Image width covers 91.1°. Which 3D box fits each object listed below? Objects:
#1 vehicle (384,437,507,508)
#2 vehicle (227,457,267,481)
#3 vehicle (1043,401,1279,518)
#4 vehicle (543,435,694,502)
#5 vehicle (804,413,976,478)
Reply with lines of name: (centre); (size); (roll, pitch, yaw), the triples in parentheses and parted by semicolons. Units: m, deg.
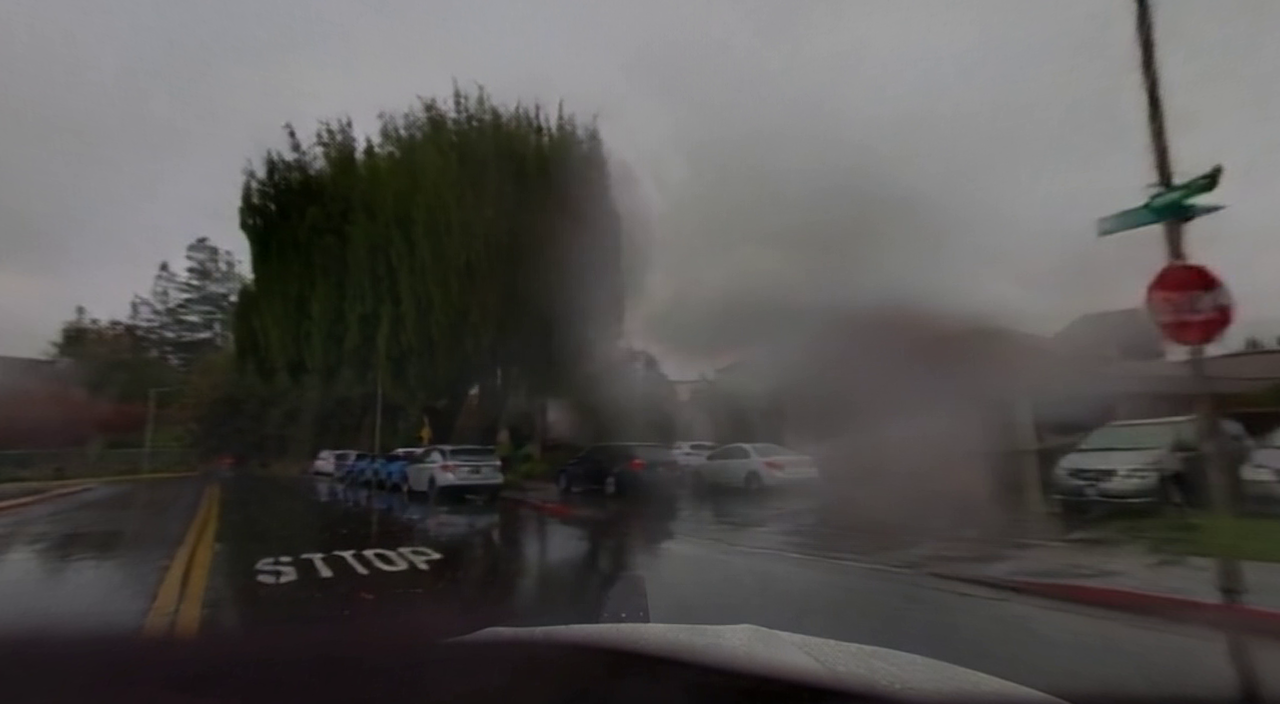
vehicle: (-6.642, 3.871, 20.898); (2.292, 1.974, 5.853); (5, -10, -33)
vehicle: (-27.946, 8.256, 44.559); (2.010, 1.499, 4.107); (6, -10, -35)
vehicle: (10.044, 1.805, 10.745); (1.959, 1.753, 4.778); (5, -10, -32)
vehicle: (-0.967, 3.866, 21.782); (2.282, 1.893, 6.027); (4, -8, -35)
vehicle: (14.048, 5.418, 36.486); (2.928, 3.230, 9.384); (5, -9, -30)
